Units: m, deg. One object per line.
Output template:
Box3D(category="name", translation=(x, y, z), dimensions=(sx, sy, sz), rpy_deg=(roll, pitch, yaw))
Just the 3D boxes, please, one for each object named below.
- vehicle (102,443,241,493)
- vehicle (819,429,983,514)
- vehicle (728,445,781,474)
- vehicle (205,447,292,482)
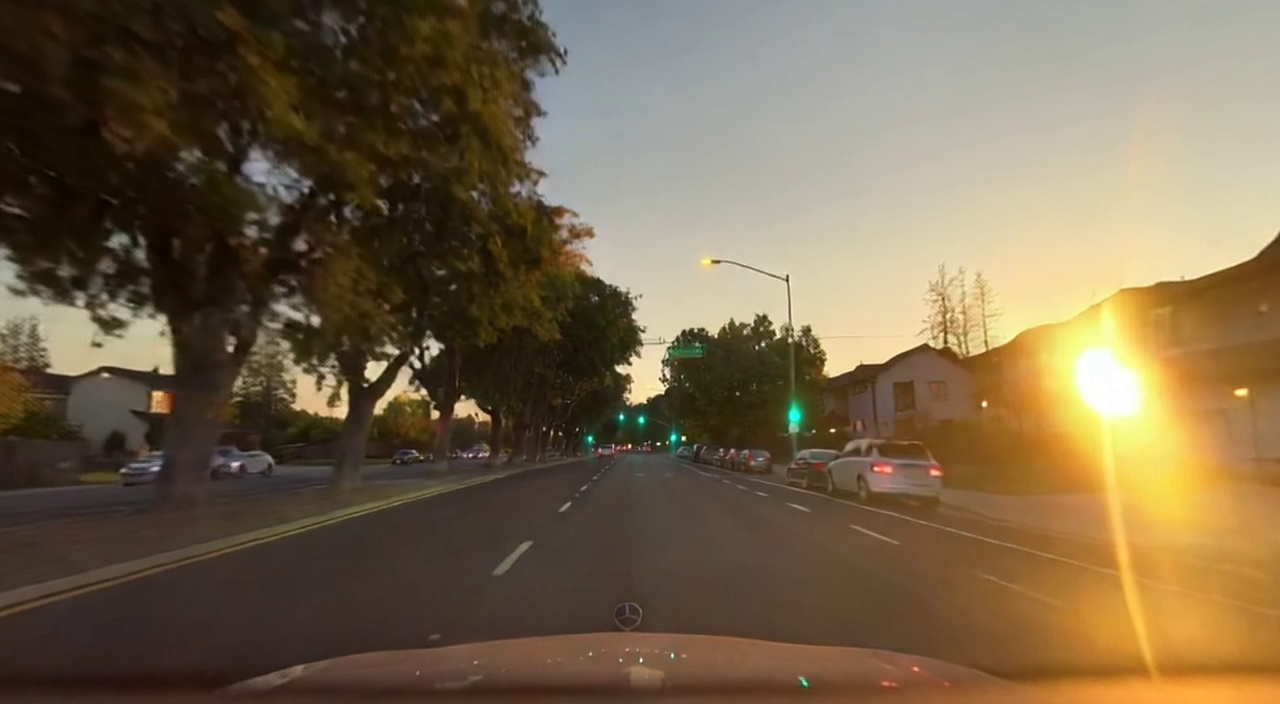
Box3D(category="vehicle", translation=(-21.383, 5.260, 29.070), dimensions=(2.196, 1.854, 5.677), rpy_deg=(-1, -7, -1))
Box3D(category="vehicle", translation=(6.473, 3.017, 16.387), dimensions=(2.032, 1.844, 4.964), rpy_deg=(1, -9, -2))
Box3D(category="vehicle", translation=(6.374, 6.008, 35.372), dimensions=(1.922, 1.494, 4.772), rpy_deg=(1, -9, -2))
Box3D(category="vehicle", translation=(-21.685, 6.208, 35.030), dimensions=(1.965, 1.523, 4.798), rpy_deg=(-1, -6, -2))
